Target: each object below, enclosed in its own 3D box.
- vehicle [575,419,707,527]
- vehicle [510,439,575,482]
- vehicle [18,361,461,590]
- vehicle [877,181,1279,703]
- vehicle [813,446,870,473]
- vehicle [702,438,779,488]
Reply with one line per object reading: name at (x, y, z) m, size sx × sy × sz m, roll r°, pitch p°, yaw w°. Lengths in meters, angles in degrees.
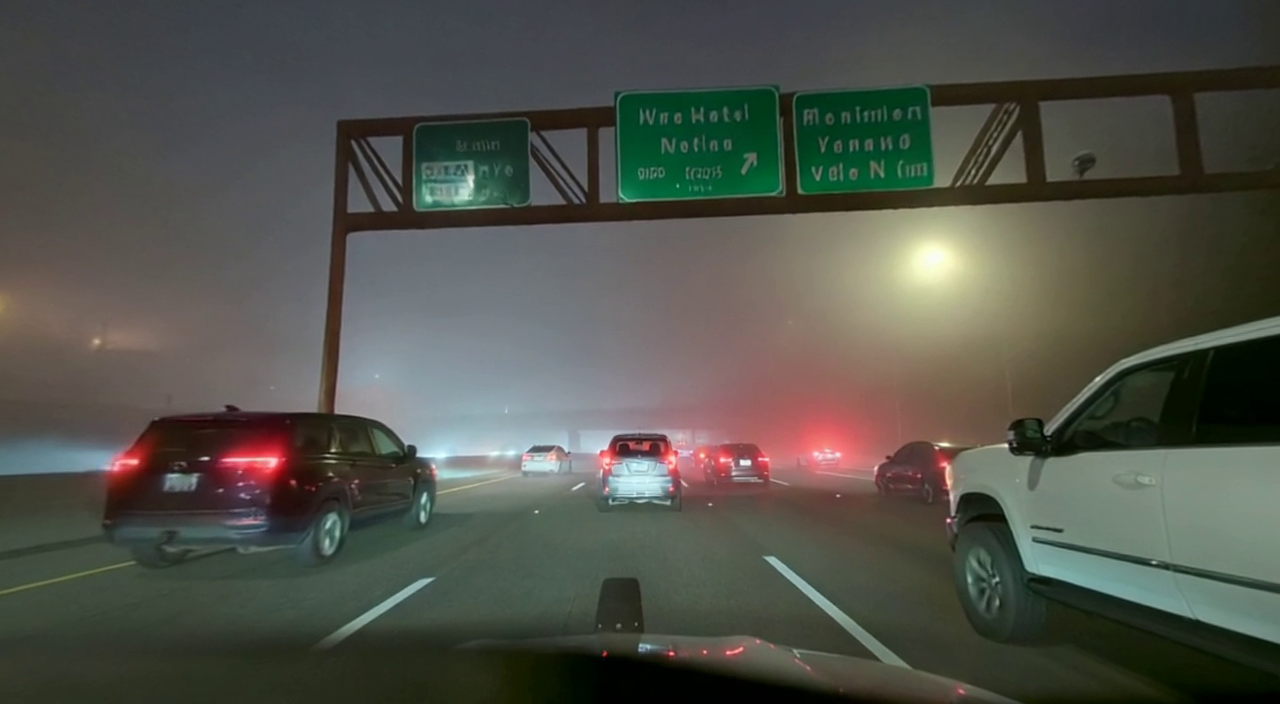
vehicle at (0.040, 2.320, 12.588) m, size 2.181 × 1.756 × 4.167 m, roll 0°, pitch -9°, yaw 0°
vehicle at (-4.106, 4.649, 27.257) m, size 1.982 × 1.655 × 4.604 m, roll 0°, pitch -9°, yaw 1°
vehicle at (-4.573, 1.589, 8.920) m, size 2.212 × 2.101 × 6.052 m, roll 0°, pitch -9°, yaw 0°
vehicle at (3.476, 0.695, 3.439) m, size 2.300 × 2.242 × 5.327 m, roll 0°, pitch -9°, yaw 0°
vehicle at (12.169, 6.506, 38.344) m, size 1.797 × 1.557 × 4.653 m, roll 1°, pitch -9°, yaw -2°
vehicle at (3.546, 4.025, 23.124) m, size 2.022 × 1.633 × 4.651 m, roll 1°, pitch -9°, yaw -1°
